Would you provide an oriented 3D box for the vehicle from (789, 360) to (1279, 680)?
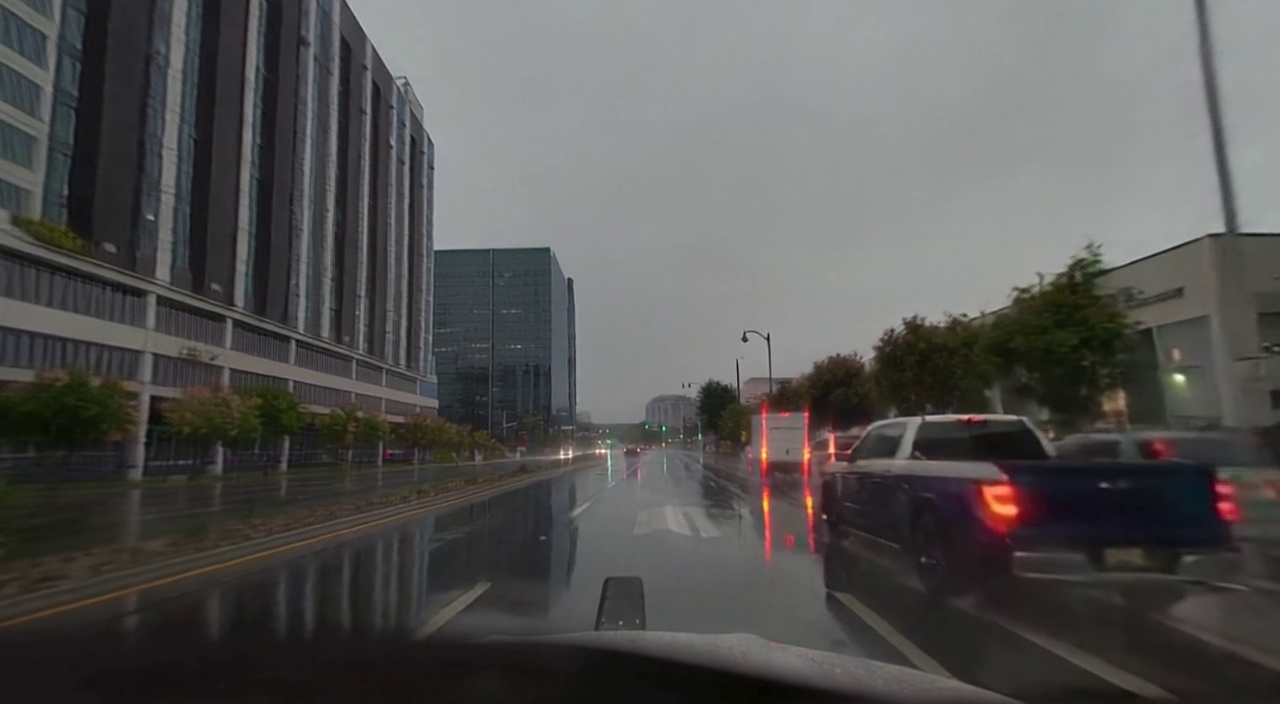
[{"bbox_3d":[3.092,1.318,6.182,2.130,1.787,5.126,0,-9,2],"label":"vehicle"}]
